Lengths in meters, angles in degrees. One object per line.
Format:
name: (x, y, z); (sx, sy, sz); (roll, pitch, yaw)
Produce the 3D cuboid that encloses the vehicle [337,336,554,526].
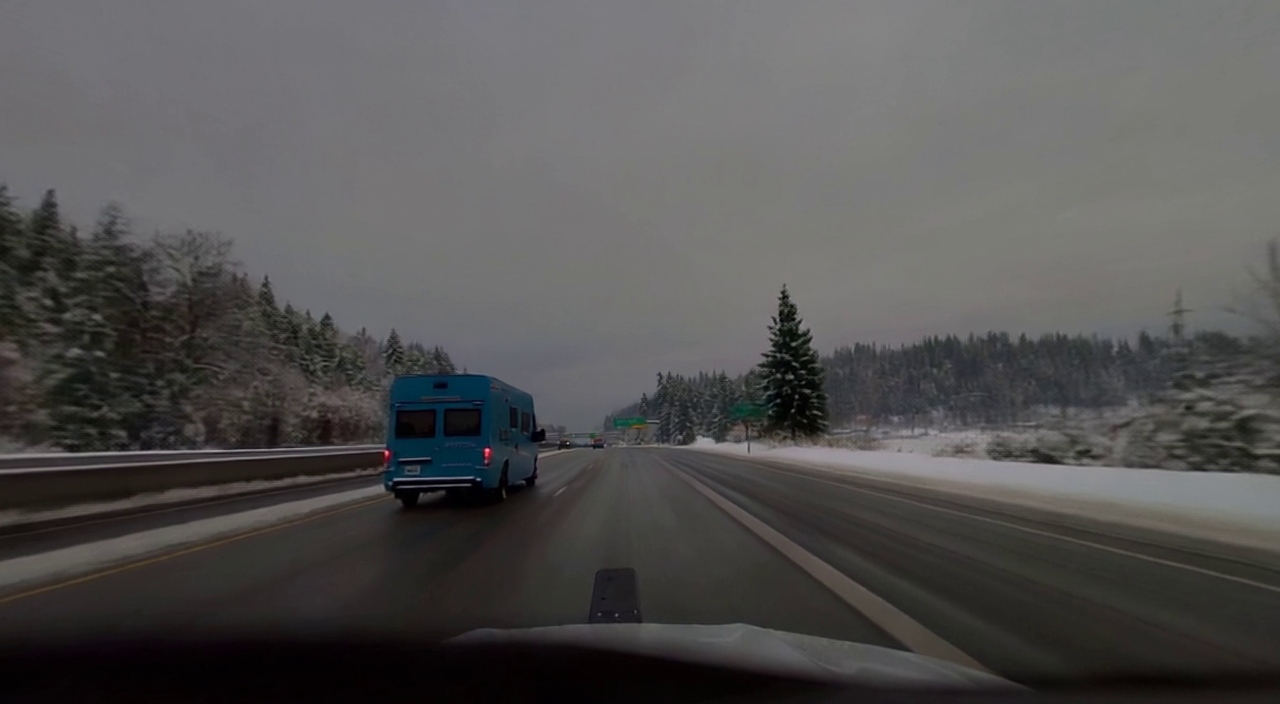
vehicle: (-3.891, 1.819, 14.729); (2.676, 3.269, 7.388); (-1, -7, 1)
